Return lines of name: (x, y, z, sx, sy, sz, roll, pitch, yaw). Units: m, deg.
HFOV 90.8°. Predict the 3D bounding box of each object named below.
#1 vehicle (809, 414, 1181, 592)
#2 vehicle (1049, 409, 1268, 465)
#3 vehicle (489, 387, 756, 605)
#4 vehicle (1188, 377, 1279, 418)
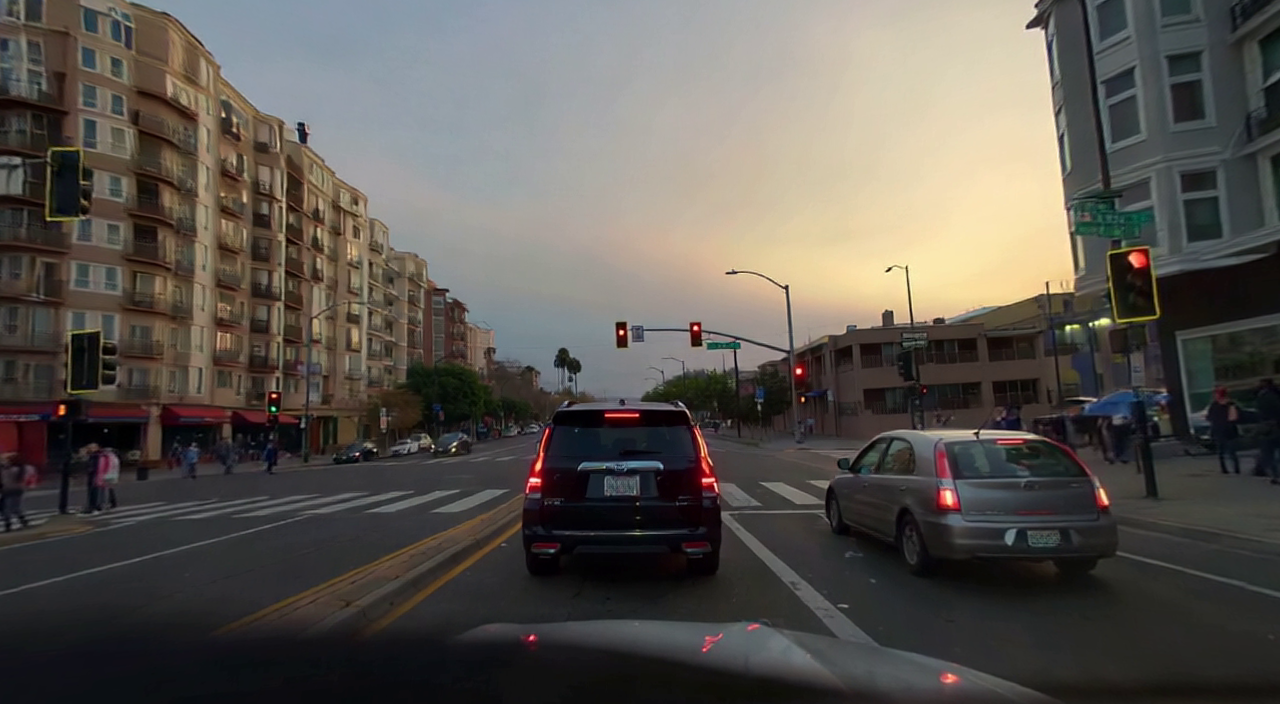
vehicle: (3.696, 1.649, 7.808, 1.987, 1.538, 4.510, 0, -8, 1)
vehicle: (14.268, 2.377, 17.605, 4.354, 1.466, 1.863, -1, -8, 2)
vehicle: (-0.138, 1.481, 7.303, 2.168, 1.776, 4.135, 0, -8, 0)
vehicle: (26.579, 1.974, 27.168, 4.287, 1.639, 1.729, 0, -8, 1)
